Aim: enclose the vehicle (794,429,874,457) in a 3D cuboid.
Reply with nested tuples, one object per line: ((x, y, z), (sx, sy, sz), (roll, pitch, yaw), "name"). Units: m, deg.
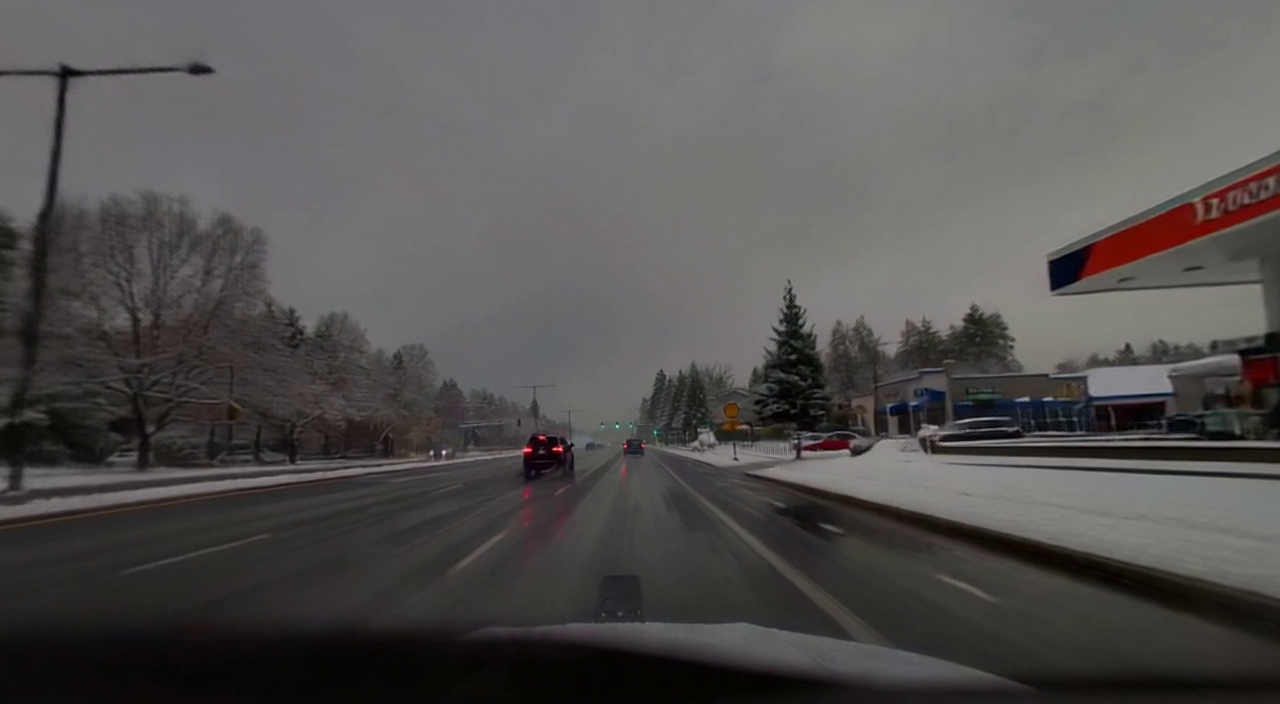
((12.873, 6.069, 42.093), (4.612, 1.491, 2.061), (-4, -8, 2), "vehicle")

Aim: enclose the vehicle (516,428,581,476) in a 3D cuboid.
((-3.648, 4.080, 26.003), (1.985, 1.772, 4.479), (0, -8, 0), "vehicle")

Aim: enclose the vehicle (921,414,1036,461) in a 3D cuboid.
((14.347, 3.706, 27.196), (2.041, 1.793, 5.054), (0, -8, -2), "vehicle")
